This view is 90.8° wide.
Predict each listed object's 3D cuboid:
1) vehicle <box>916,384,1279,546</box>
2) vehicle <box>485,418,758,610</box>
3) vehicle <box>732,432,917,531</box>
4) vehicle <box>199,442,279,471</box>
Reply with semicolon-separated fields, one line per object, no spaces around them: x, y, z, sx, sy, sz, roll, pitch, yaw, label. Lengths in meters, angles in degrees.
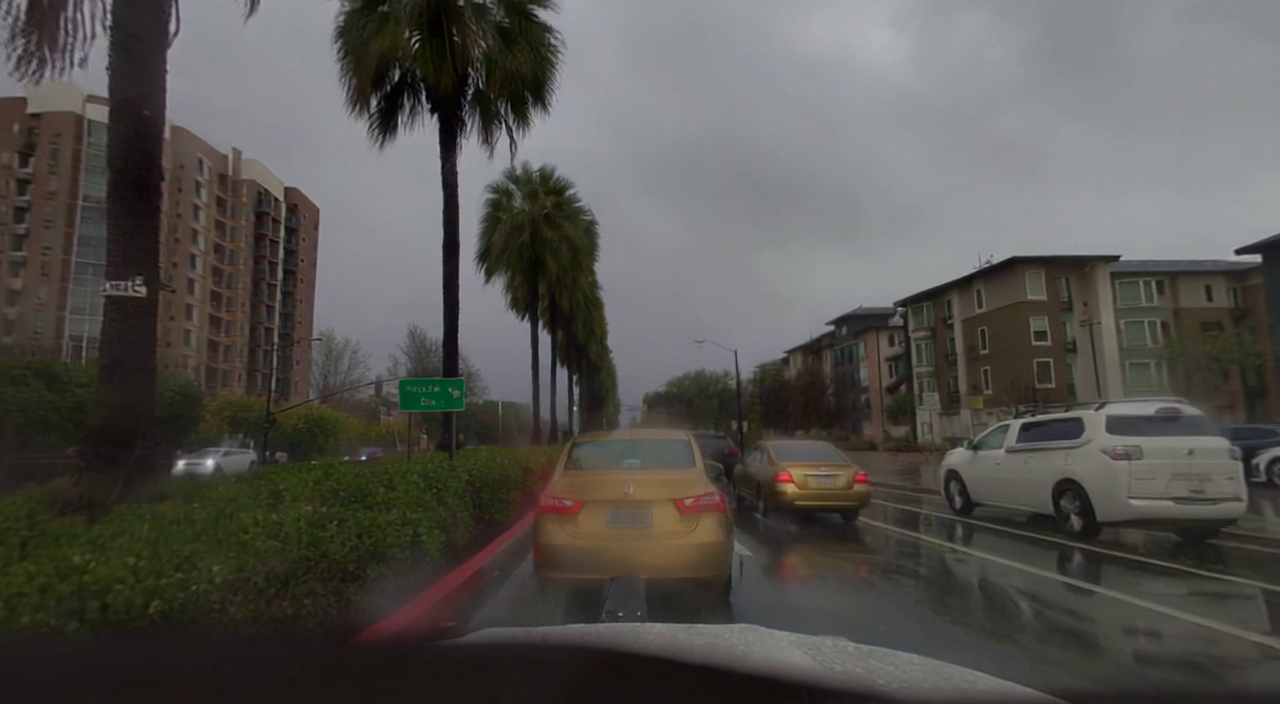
7.176;1.858;10.970;2.254;2.072;5.577;0;-8;1;vehicle
-0.159;1.581;7.035;2.158;1.498;3.919;0;-8;0;vehicle
3.081;2.263;11.671;1.925;1.451;4.436;0;-8;-2;vehicle
-28.344;7.376;44.893;2.115;1.884;5.481;0;-8;0;vehicle
